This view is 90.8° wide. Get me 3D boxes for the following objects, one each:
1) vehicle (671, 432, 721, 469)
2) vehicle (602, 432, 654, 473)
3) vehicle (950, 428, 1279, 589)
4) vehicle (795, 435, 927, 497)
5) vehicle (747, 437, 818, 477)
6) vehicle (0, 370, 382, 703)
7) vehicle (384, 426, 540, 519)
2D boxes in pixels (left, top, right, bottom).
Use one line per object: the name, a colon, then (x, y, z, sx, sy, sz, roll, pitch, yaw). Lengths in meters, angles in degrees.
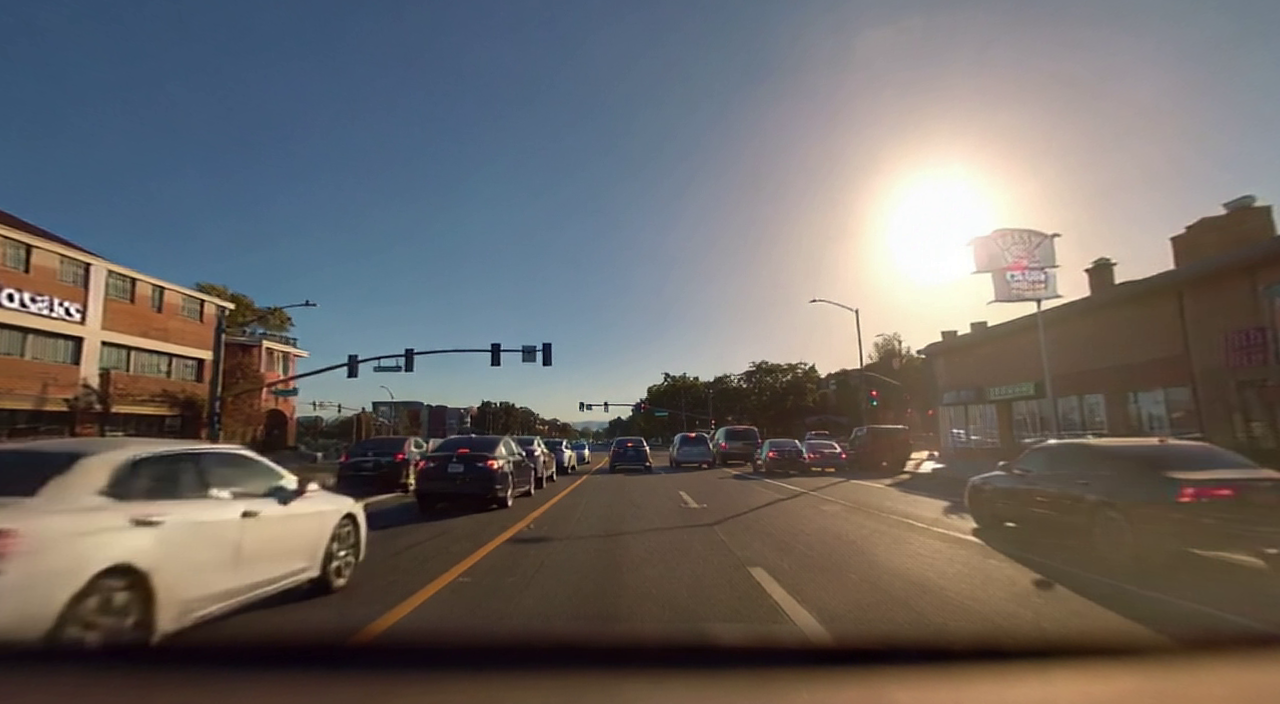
vehicle: (2.785, 5.059, 32.533, 2.018, 1.779, 4.338, 0, -8, -2)
vehicle: (-0.547, 4.691, 29.569, 2.261, 1.741, 4.255, 0, -8, -1)
vehicle: (6.103, 1.761, 8.073, 2.017, 1.453, 4.497, 0, -8, 1)
vehicle: (6.033, 3.164, 17.968, 1.969, 1.502, 4.663, 0, -8, -1)
vehicle: (5.940, 4.437, 26.903, 1.884, 1.522, 4.557, 0, -8, -1)
vehicle: (-3.609, 1.154, 4.367, 1.934, 1.624, 3.964, 0, -8, 0)
vehicle: (-3.507, 2.454, 13.428, 2.063, 1.625, 4.290, 0, -8, 0)
